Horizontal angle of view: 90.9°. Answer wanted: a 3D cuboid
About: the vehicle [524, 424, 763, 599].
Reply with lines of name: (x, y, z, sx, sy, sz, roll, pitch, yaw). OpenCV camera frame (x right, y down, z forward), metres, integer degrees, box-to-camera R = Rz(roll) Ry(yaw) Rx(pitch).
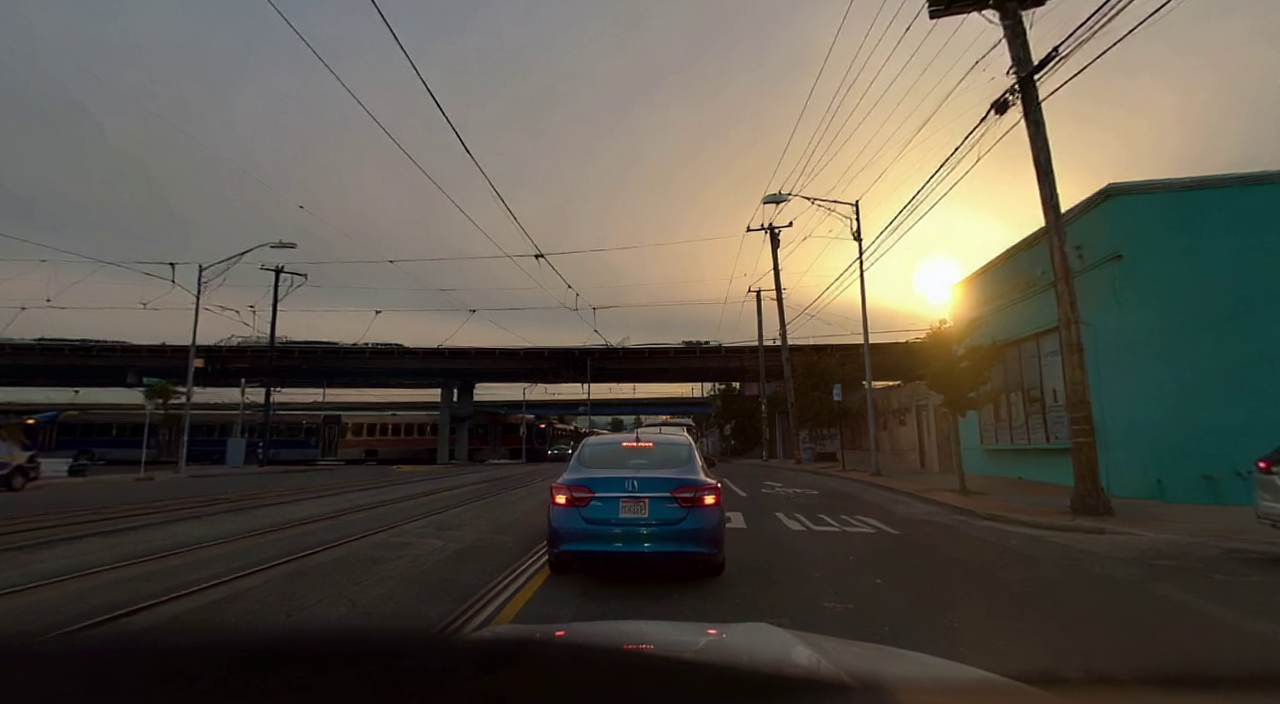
vehicle: (0.119, 1.711, 7.625, 2.090, 1.518, 4.033, -1, -9, 3)

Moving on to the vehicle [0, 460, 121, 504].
vehicle: (-21.904, 4.688, 22.862, 4.566, 1.453, 1.935, -1, -9, 5)
